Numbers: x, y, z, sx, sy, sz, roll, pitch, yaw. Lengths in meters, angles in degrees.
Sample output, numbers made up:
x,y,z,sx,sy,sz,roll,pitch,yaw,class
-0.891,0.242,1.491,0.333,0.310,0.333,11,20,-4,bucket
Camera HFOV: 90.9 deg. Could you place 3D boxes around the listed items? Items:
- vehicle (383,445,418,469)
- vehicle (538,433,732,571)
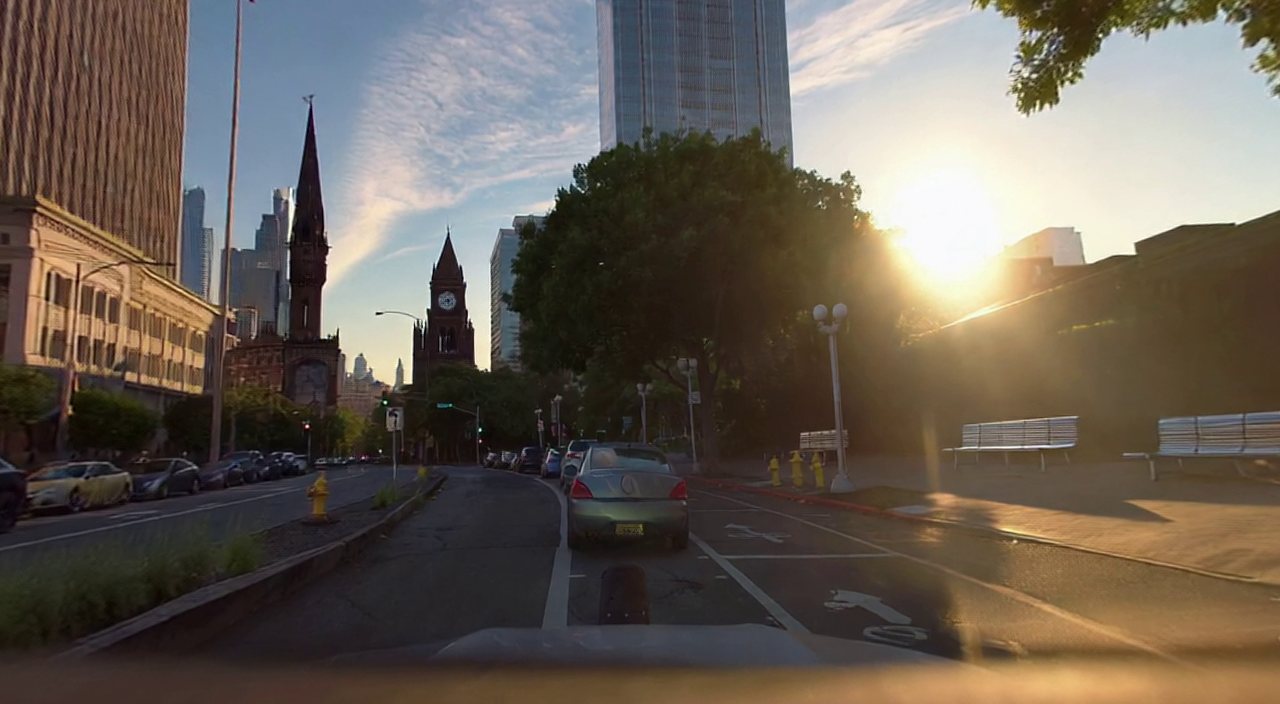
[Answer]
x,y,z,sx,sy,sz,roll,pitch,yaw,class
-18.840,8.232,49.715,2.155,1.802,4.520,2,-9,-16,vehicle
-0.244,1.943,9.019,2.142,1.475,4.051,1,-8,-6,vehicle
